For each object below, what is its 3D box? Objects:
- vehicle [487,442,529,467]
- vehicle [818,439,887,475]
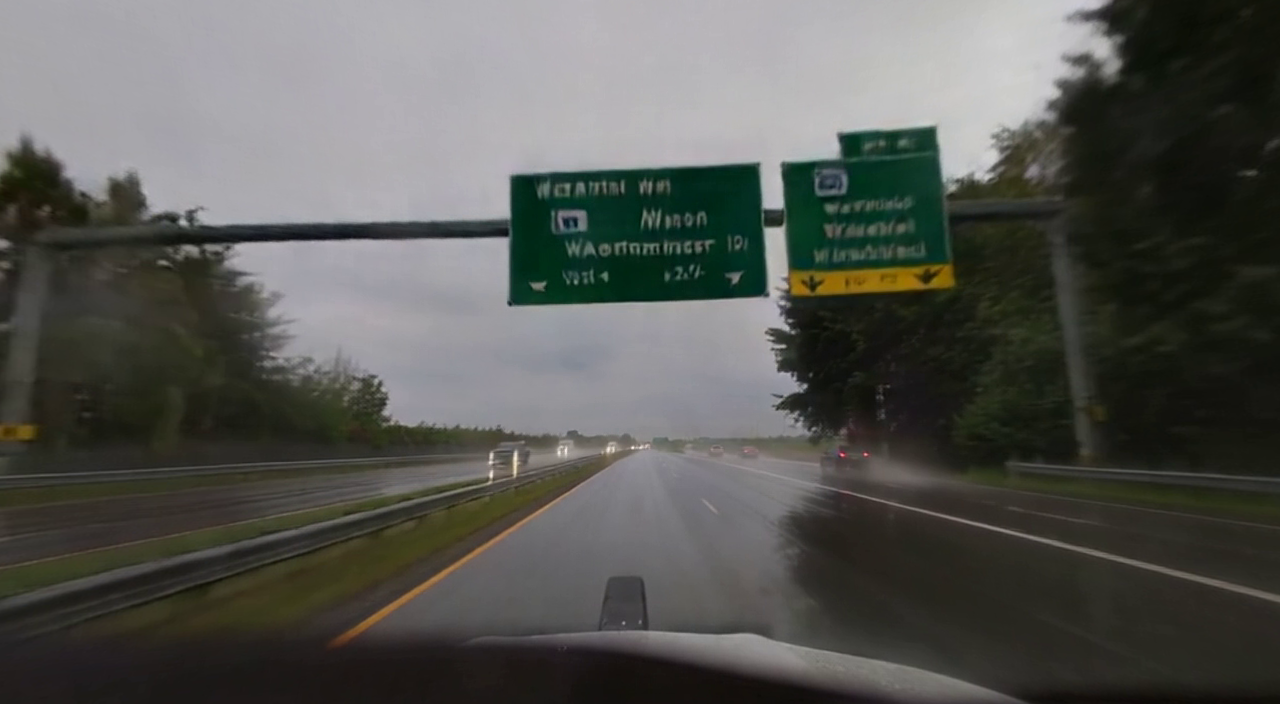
[{"bbox_3d":[-9.254,7.239,44.353,1.848,1.641,4.321,0,-9,2],"label":"vehicle"},{"bbox_3d":[10.513,5.243,31.617,1.897,1.669,4.825,0,-9,1],"label":"vehicle"}]
